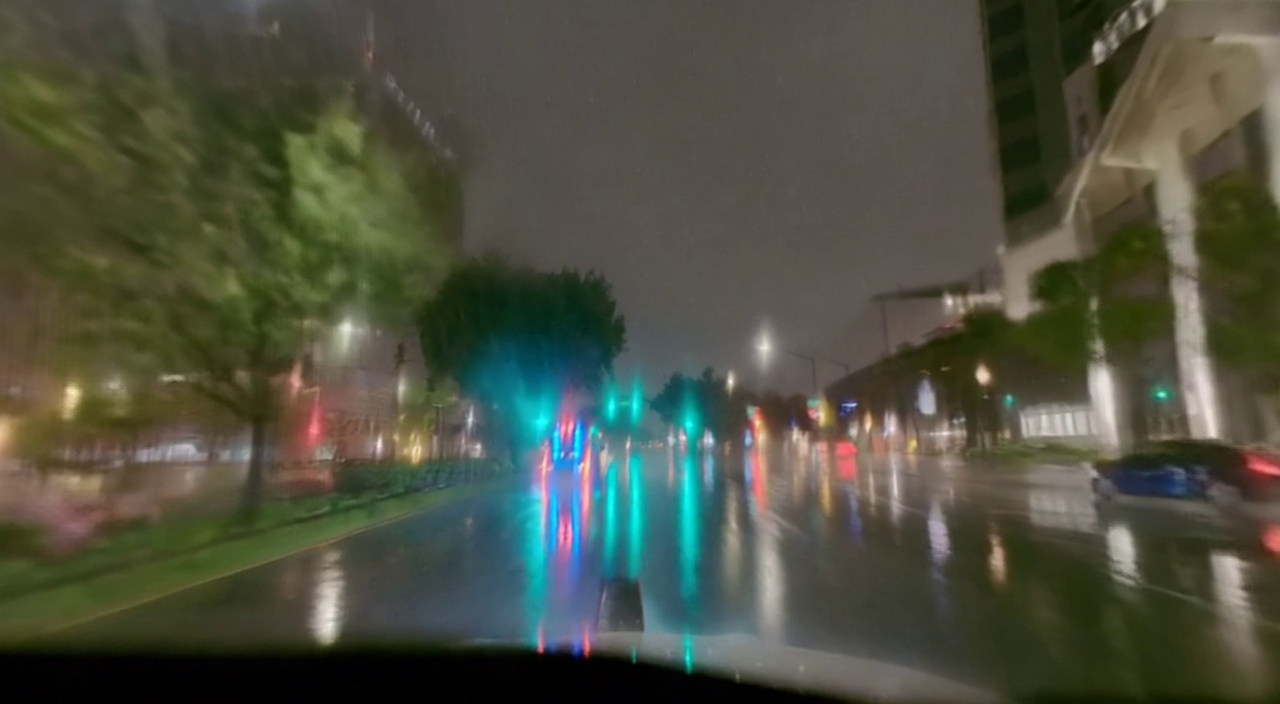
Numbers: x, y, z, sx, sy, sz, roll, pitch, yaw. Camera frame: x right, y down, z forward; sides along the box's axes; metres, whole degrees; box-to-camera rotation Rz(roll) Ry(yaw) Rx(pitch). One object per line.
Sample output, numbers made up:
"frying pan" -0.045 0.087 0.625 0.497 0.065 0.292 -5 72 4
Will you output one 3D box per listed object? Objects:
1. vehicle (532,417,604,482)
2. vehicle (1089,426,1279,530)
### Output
"vehicle" -3.301 4.676 30.399 2.633 2.787 5.796 0 -9 2
"vehicle" 11.636 2.435 12.798 1.980 1.719 4.422 -1 -9 4
